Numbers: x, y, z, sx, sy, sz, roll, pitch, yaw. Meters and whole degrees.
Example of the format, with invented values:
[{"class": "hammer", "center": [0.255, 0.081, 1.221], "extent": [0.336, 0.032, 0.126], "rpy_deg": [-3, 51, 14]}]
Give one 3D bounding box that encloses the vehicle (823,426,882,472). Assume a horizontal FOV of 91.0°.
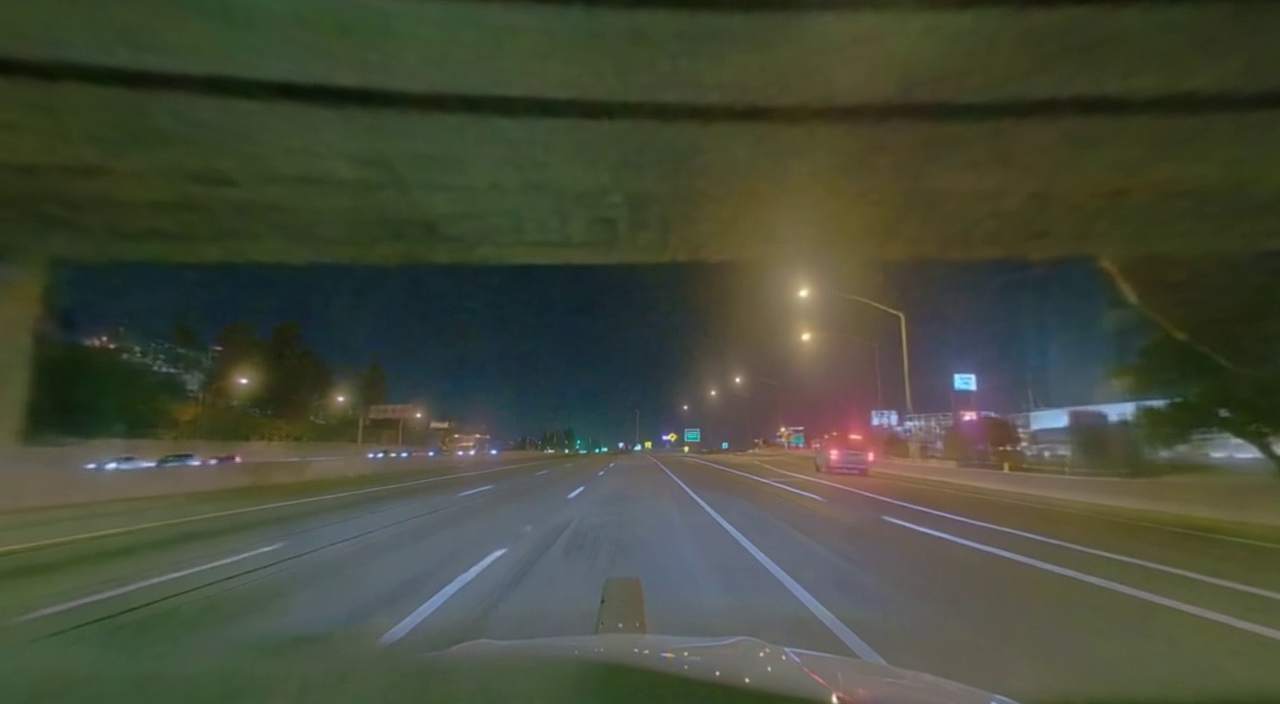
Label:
[{"class": "vehicle", "center": [13.531, 6.242, 40.457], "extent": [2.789, 2.778, 3.541], "rpy_deg": [-1, -9, 6]}]
